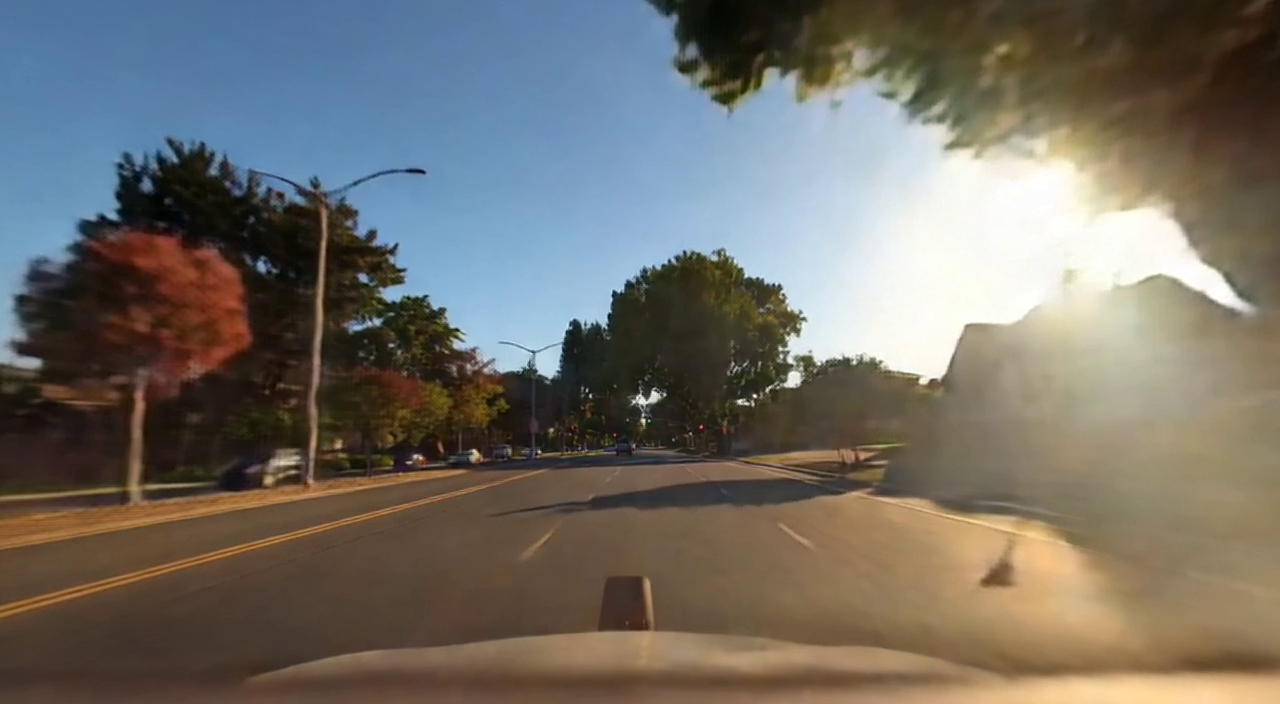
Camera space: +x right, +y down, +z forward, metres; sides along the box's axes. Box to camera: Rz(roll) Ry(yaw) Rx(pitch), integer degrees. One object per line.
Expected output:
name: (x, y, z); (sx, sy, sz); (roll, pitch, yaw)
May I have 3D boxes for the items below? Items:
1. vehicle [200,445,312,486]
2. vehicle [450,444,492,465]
vehicle: (-17.055, 5.053, 28.307); (2.118, 1.661, 4.507); (0, -9, 1)
vehicle: (-12.923, 7.821, 48.355); (1.994, 1.518, 4.072); (0, -9, 1)
